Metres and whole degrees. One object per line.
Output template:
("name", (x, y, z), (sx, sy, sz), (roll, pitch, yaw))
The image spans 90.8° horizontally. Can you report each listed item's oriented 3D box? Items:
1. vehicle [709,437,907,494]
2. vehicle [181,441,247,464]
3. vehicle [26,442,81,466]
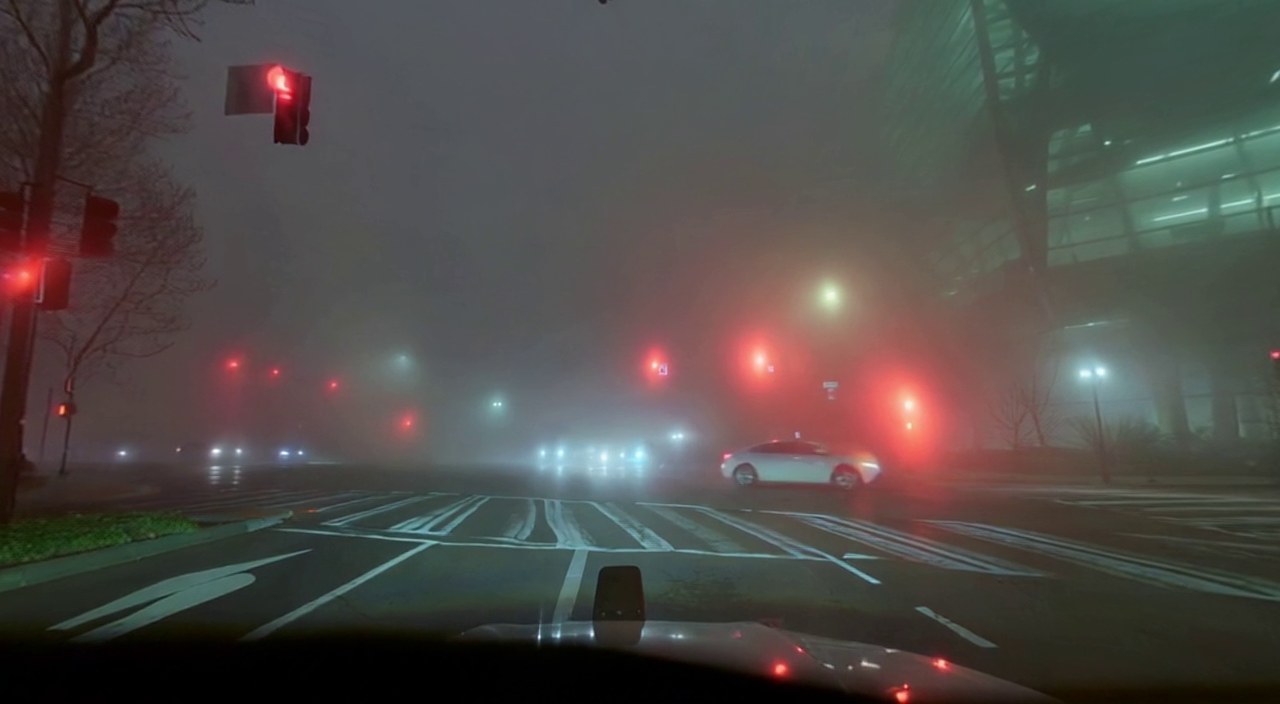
("vehicle", (4.990, 3.399, 19.319), (5.408, 1.505, 2.091), (-7, -11, 37))
("vehicle", (-28.321, 6.645, 41.975), (4.380, 1.455, 1.869), (-5, -10, 31))
("vehicle", (-35.700, 6.176, 38.416), (4.323, 1.390, 1.953), (-8, -11, 42))
